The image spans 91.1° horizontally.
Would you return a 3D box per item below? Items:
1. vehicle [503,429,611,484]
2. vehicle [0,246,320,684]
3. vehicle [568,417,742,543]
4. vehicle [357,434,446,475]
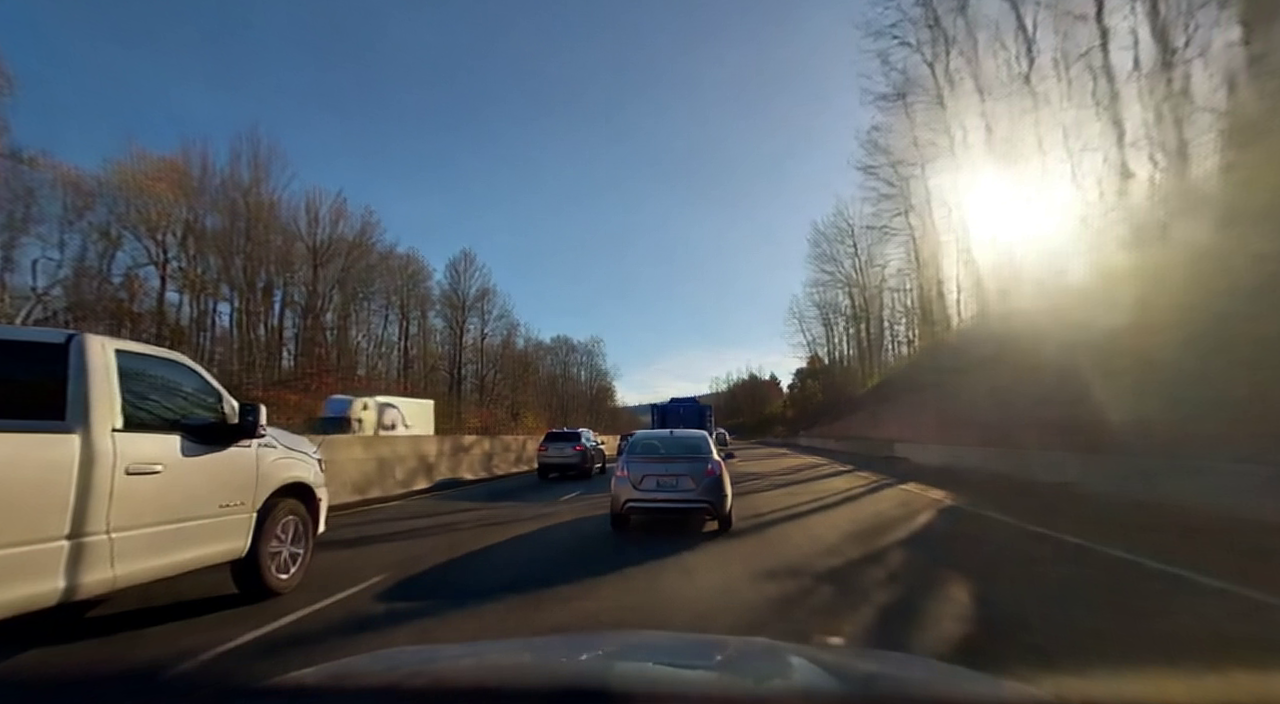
[{"bbox_3d":[-2.329,3.090,18.993,2.087,1.457,4.313,-1,-8,9],"label":"vehicle"},{"bbox_3d":[-4.799,0.631,3.537,2.386,2.435,5.831,-1,-8,7],"label":"vehicle"},{"bbox_3d":[0.490,1.825,9.748,2.089,1.485,4.153,-1,-8,10],"label":"vehicle"},{"bbox_3d":[-9.634,4.138,25.740,1.797,1.531,3.799,-1,-8,7],"label":"vehicle"}]
